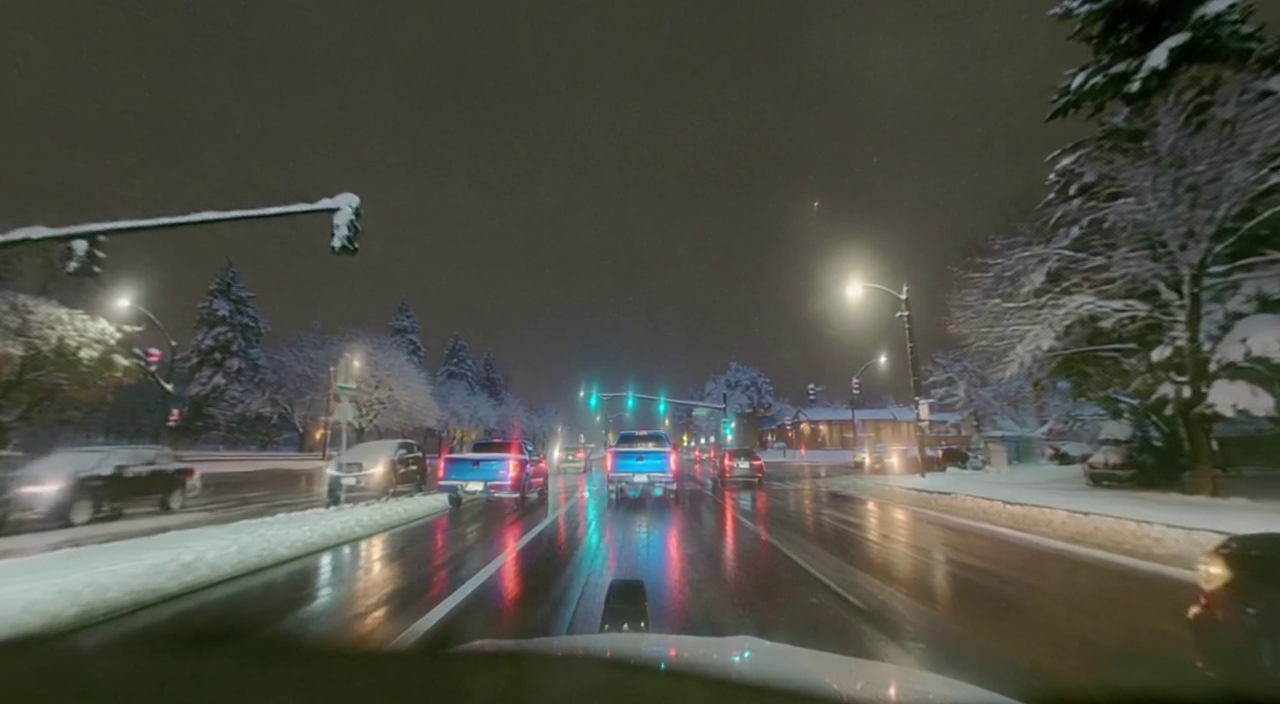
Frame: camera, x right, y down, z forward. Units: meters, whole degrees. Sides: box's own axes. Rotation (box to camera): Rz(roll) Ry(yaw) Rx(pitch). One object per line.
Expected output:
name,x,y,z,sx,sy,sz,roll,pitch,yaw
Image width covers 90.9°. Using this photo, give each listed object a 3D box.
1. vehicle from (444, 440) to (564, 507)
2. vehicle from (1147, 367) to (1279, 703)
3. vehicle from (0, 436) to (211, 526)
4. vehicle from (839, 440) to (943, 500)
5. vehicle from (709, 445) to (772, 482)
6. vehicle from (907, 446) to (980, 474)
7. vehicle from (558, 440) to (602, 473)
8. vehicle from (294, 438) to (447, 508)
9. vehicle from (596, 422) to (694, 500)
vehicle,-3.280,3.019,16.194,1.986,1.465,4.509,0,-8,1
vehicle,3.455,0.653,0.933,1.955,1.628,4.152,0,-8,1
vehicle,-12.165,2.765,14.136,2.054,1.662,4.384,0,-8,-1
vehicle,8.928,4.191,22.910,2.126,1.820,4.521,2,-8,3
vehicle,4.271,4.789,27.505,1.968,1.472,4.456,0,-8,0
vehicle,22.591,7.956,46.881,5.227,1.935,2.289,5,-10,-32
vehicle,-3.328,5.840,35.508,2.018,1.700,4.142,0,-8,1
vehicle,-6.652,3.010,16.205,1.907,1.541,4.364,0,-8,1
vehicle,0.124,3.136,18.505,2.493,1.934,4.957,0,-8,0
